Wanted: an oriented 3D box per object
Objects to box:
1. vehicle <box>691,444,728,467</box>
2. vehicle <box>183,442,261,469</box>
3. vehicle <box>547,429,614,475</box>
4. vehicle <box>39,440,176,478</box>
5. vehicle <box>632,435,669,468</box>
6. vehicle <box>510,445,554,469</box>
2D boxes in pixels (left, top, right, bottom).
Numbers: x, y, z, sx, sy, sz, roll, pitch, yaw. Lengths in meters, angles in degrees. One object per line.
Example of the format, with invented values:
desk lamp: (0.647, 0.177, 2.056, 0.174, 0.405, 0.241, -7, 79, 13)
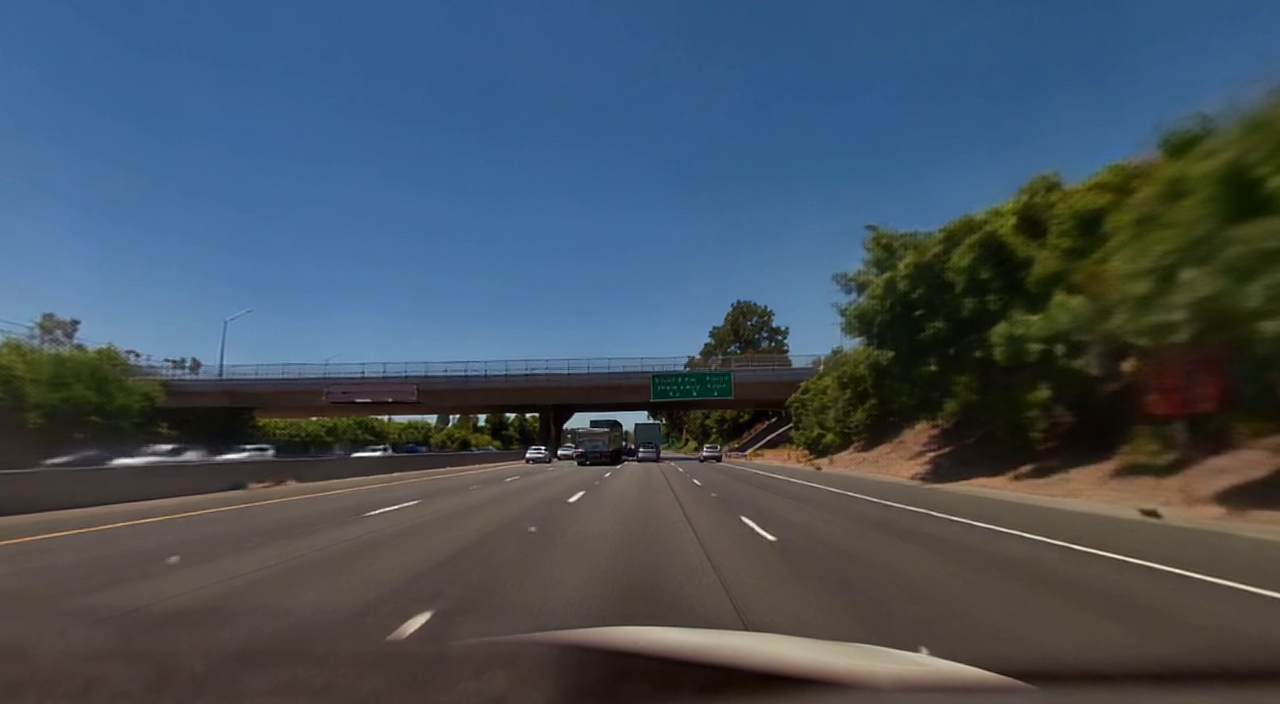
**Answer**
vehicle: (4.780, 7.156, 43.854, 1.993, 1.474, 4.230, 0, -8, -1)
vehicle: (-28.638, 7.100, 43.429, 1.945, 1.742, 4.887, 0, -8, 0)
vehicle: (-3.429, 6.439, 41.208, 2.854, 2.379, 16.653, 0, -8, 0)
vehicle: (-25.030, 5.028, 29.947, 2.003, 1.641, 5.102, 0, -8, 1)
vehicle: (0.694, 6.717, 42.764, 2.309, 2.023, 5.130, 0, -8, 0)
vehicle: (-7.035, 6.871, 41.567, 1.965, 1.437, 4.592, -1, -8, 2)
